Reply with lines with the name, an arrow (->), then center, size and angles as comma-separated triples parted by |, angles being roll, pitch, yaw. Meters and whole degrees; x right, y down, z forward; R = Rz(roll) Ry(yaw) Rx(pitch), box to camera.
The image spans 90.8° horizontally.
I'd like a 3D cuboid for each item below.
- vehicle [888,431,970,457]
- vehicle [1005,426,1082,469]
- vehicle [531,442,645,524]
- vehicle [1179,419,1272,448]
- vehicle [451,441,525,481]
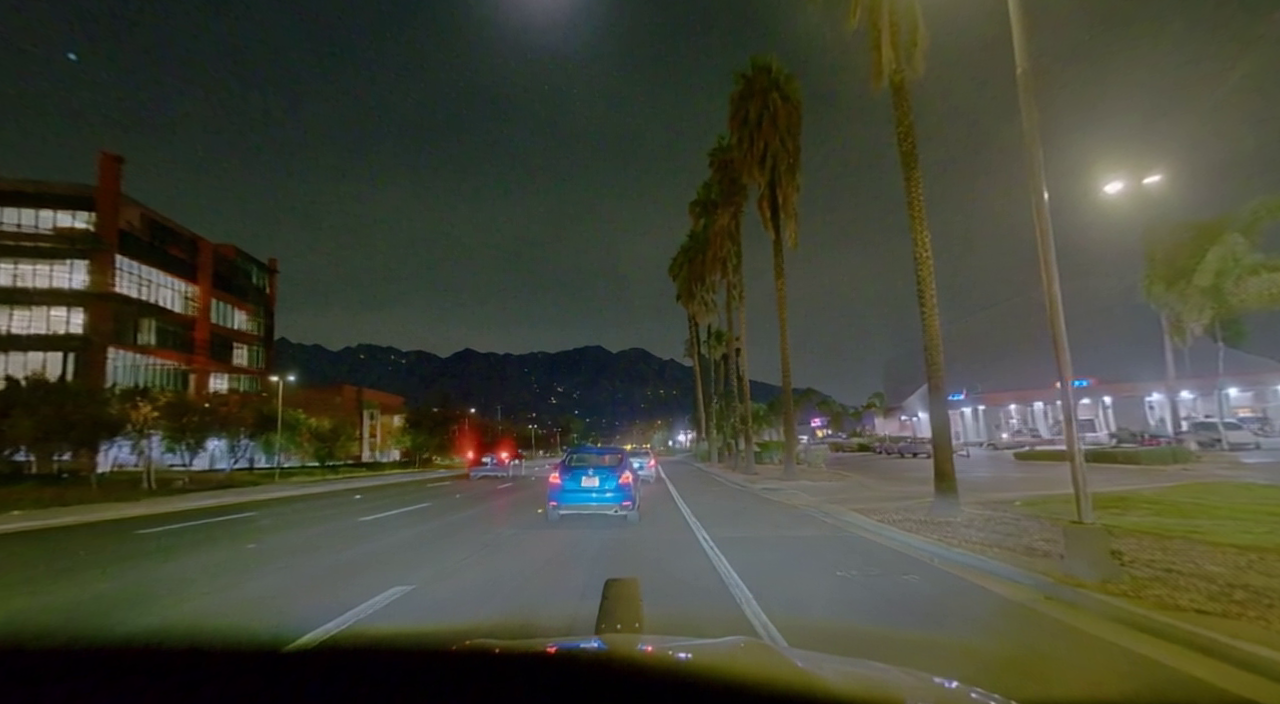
vehicle -> 19.049, 6.085, 41.774 | 1.925, 1.652, 4.490 | 6, -10, -35
vehicle -> 15.874, 3.728, 24.741 | 1.961, 1.526, 4.640 | -7, -11, 37
vehicle -> -1.015, 2.692, 13.565 | 2.067, 1.459, 3.886 | 0, -8, -2
vehicle -> 38.297, 5.359, 41.389 | 4.321, 1.578, 1.958 | -3, -8, -7
vehicle -> -7.743, 5.596, 32.765 | 2.400, 1.900, 5.325 | 0, -8, 1
